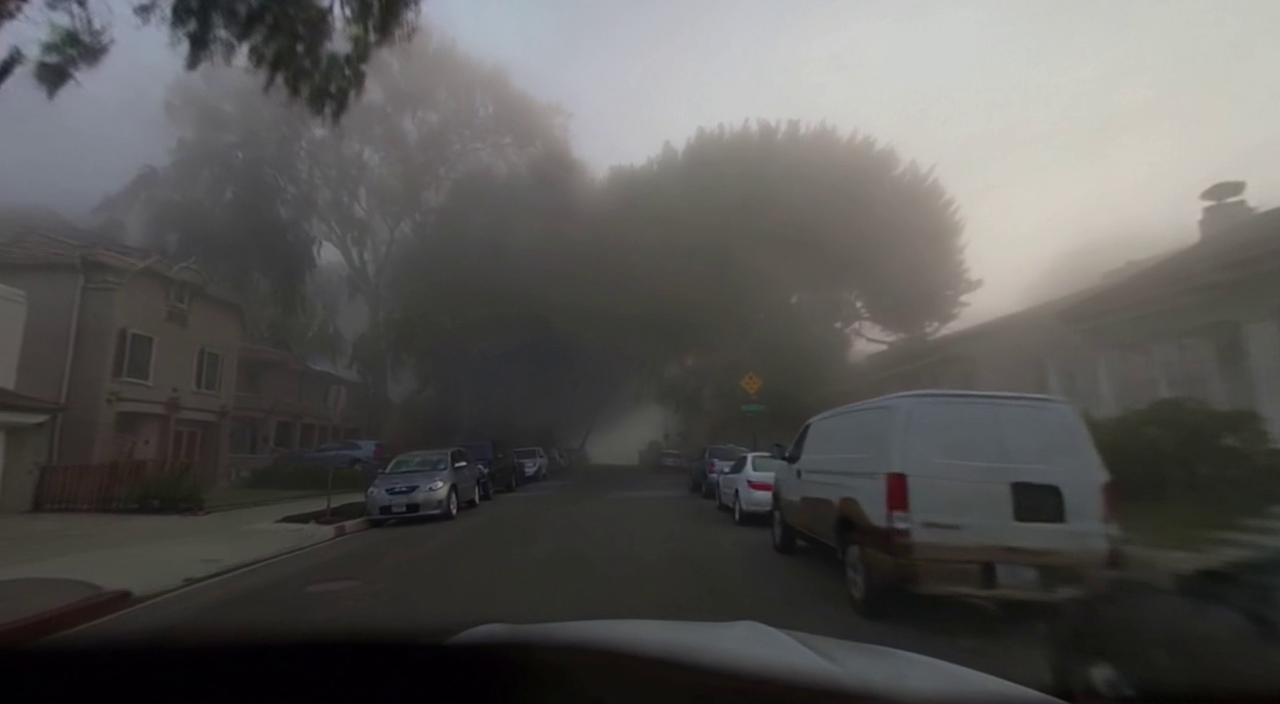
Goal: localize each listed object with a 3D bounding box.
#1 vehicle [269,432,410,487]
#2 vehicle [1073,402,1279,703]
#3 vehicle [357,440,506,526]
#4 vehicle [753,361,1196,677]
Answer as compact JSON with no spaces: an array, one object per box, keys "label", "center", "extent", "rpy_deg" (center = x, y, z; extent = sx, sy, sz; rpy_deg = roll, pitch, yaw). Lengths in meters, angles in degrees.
[{"label":"vehicle","center":[-10.860,3.885,22.990],"extent":[4.153,1.550,2.029],"rpy_deg":[-2,-2,-3]},{"label":"vehicle","center":[2.827,0.663,0.346],"extent":[1.828,1.442,4.476],"rpy_deg":[-1,-7,-3]},{"label":"vehicle","center":[-4.518,2.867,14.557],"extent":[1.908,1.493,4.806],"rpy_deg":[3,-8,-2]},{"label":"vehicle","center":[2.769,1.451,6.884],"extent":[1.993,2.129,4.893],"rpy_deg":[-1,-7,-2]}]
